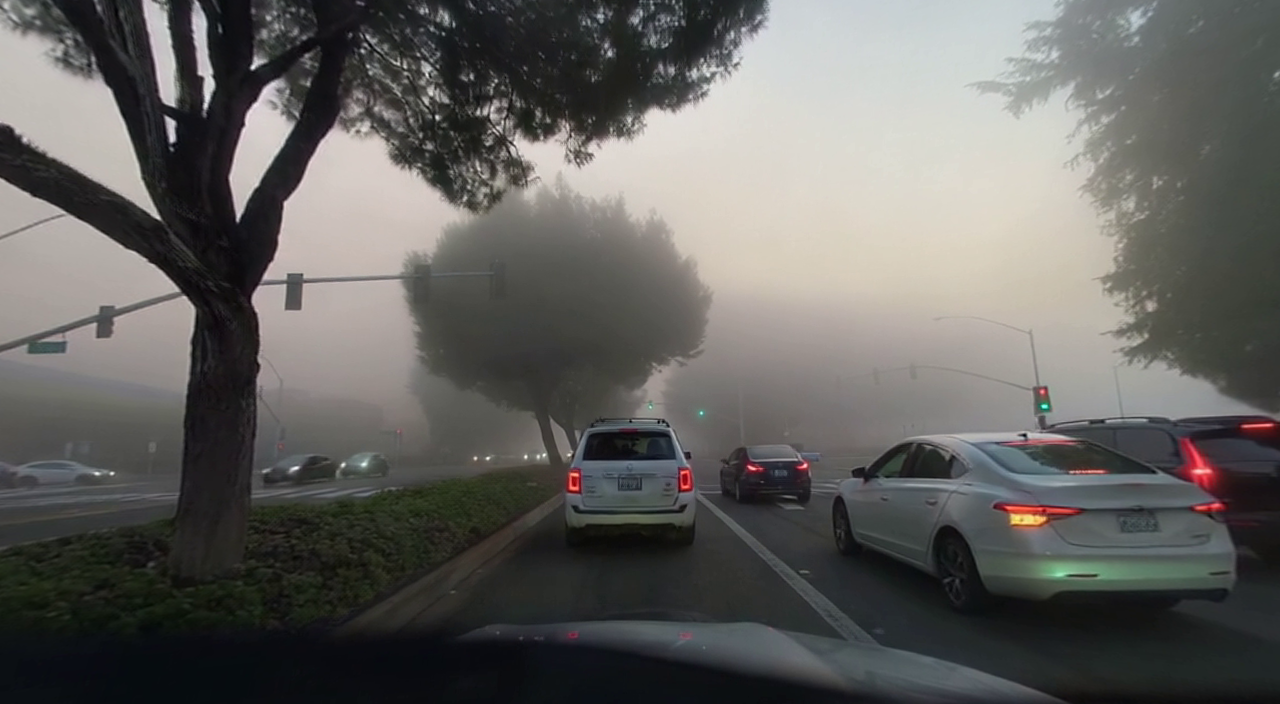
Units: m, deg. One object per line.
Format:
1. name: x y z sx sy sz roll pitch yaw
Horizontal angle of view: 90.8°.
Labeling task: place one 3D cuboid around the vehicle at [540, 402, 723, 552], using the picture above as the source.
1. vehicle: -0.148 1.853 9.984 2.236 1.827 4.316 0 -8 -1

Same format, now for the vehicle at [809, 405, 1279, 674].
1. vehicle: 3.379 1.455 6.170 2.034 1.558 4.774 0 -8 -1

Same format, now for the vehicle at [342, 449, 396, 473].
1. vehicle: -20.935 8.408 49.075 2.138 1.708 4.589 -1 -9 1

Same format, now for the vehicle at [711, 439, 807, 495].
1. vehicle: 3.503 3.466 19.466 2.004 1.523 4.263 0 -9 -2

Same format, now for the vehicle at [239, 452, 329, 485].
1. vehicle: -17.447 5.707 31.250 1.836 1.468 4.449 0 -9 0

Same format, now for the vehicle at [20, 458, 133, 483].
1. vehicle: -35.084 7.366 39.468 4.845 1.442 1.880 2 -9 -13
